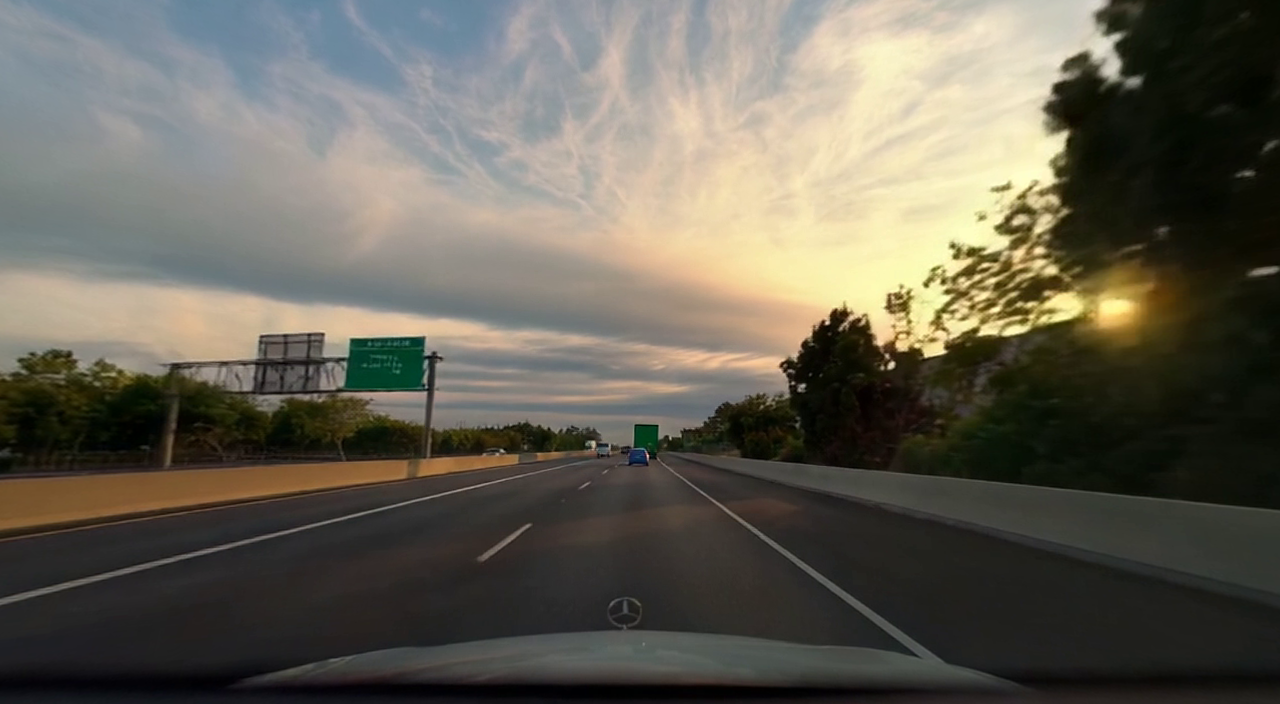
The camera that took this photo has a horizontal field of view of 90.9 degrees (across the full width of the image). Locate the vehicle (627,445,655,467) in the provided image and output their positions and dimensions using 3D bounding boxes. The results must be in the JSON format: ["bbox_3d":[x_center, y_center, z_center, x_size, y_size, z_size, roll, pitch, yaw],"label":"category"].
[{"bbox_3d":[0.083,7.993,48.425,2.094,1.559,3.945,-1,-9,0],"label":"vehicle"}]
